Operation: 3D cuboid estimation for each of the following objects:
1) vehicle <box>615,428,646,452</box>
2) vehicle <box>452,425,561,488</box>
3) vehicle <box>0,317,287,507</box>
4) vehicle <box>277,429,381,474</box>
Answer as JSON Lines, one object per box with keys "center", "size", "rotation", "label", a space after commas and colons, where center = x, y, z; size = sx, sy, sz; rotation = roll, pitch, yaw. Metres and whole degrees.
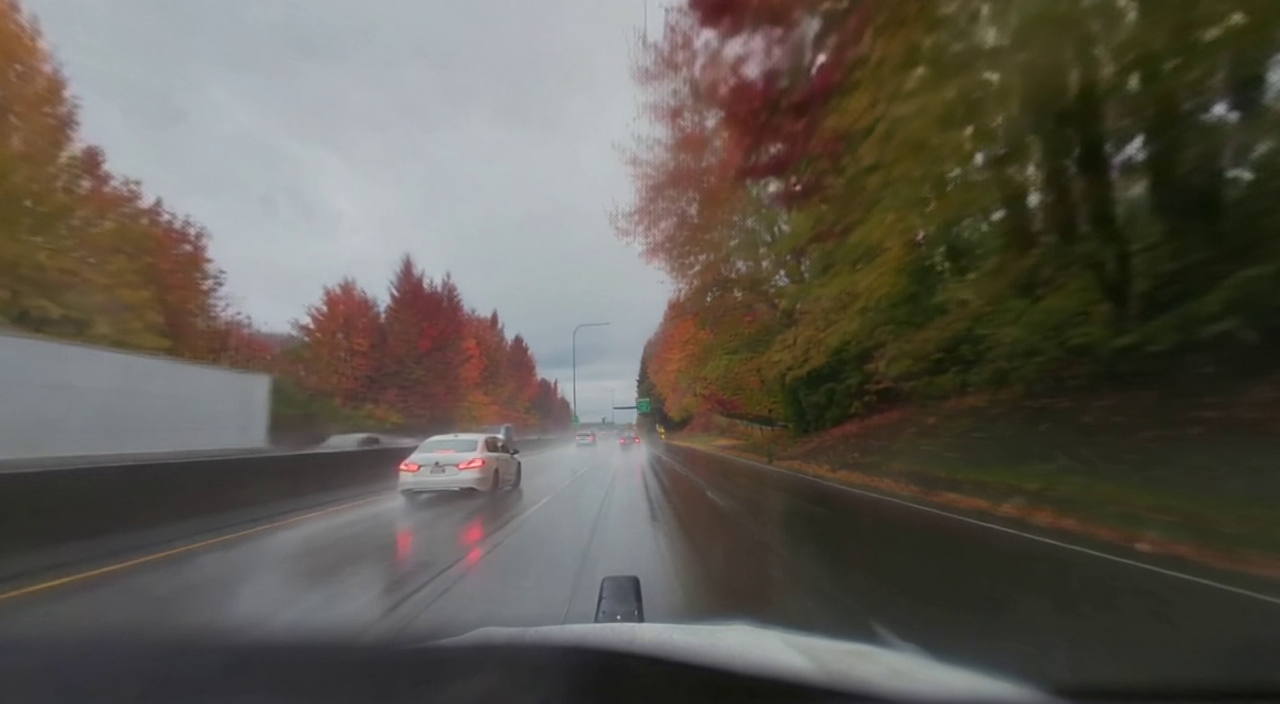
{"center": [-0.626, 6.140, 43.826], "size": [2.054, 1.609, 3.859], "rotation": [0, -8, -1], "label": "vehicle"}
{"center": [-3.453, 2.792, 17.249], "size": [1.989, 1.497, 4.645], "rotation": [0, -8, 0], "label": "vehicle"}
{"center": [-15.489, 1.839, 17.639], "size": [2.969, 4.098, 14.350], "rotation": [0, -8, -1], "label": "vehicle"}
{"center": [-12.143, 3.894, 24.905], "size": [1.937, 1.605, 4.321], "rotation": [0, -8, 0], "label": "vehicle"}
